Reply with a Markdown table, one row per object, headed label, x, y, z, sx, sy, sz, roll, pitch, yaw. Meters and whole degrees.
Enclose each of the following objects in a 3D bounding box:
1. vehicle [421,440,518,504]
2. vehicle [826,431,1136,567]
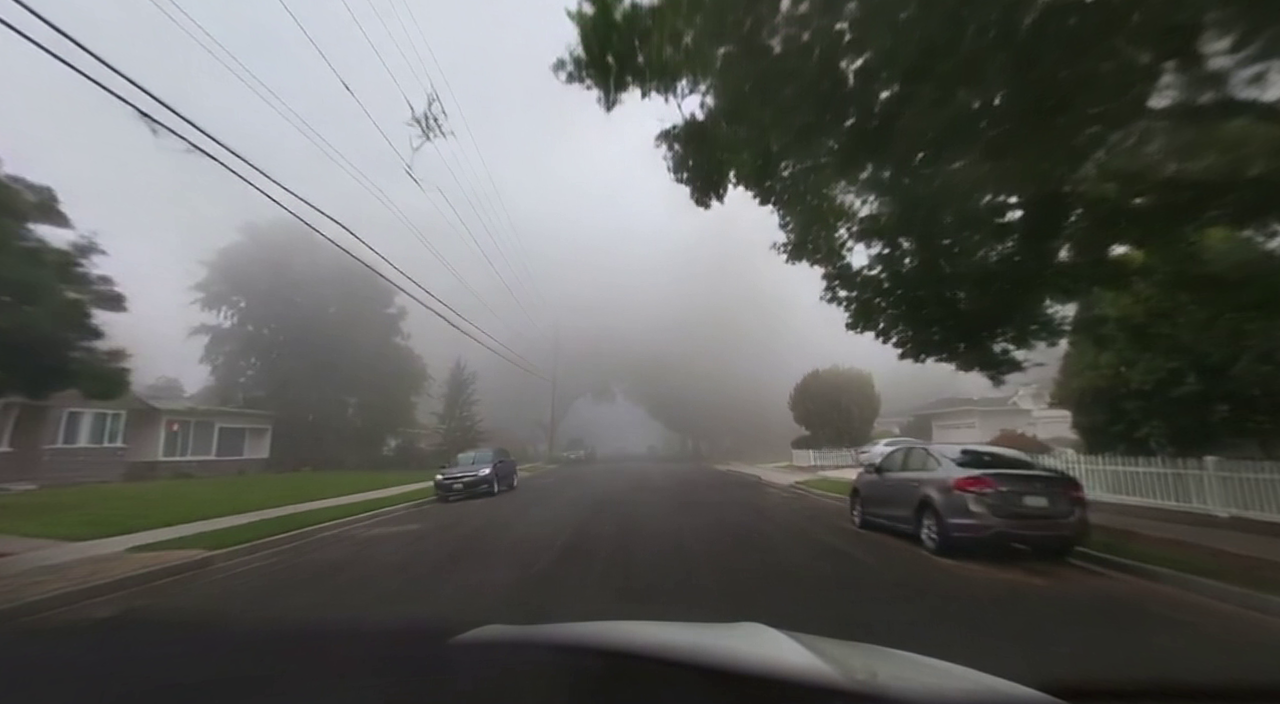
| label | x | y | z | sx | sy | sz | roll | pitch | yaw |
| --- | --- | --- | --- | --- | --- | --- | --- | --- | --- |
| vehicle | -5.403 | 3.801 | 20.597 | 1.970 | 1.666 | 4.223 | -3 | -7 | 0 |
| vehicle | 4.598 | 2.018 | 9.486 | 2.170 | 1.549 | 4.178 | 0 | -9 | -3 |
